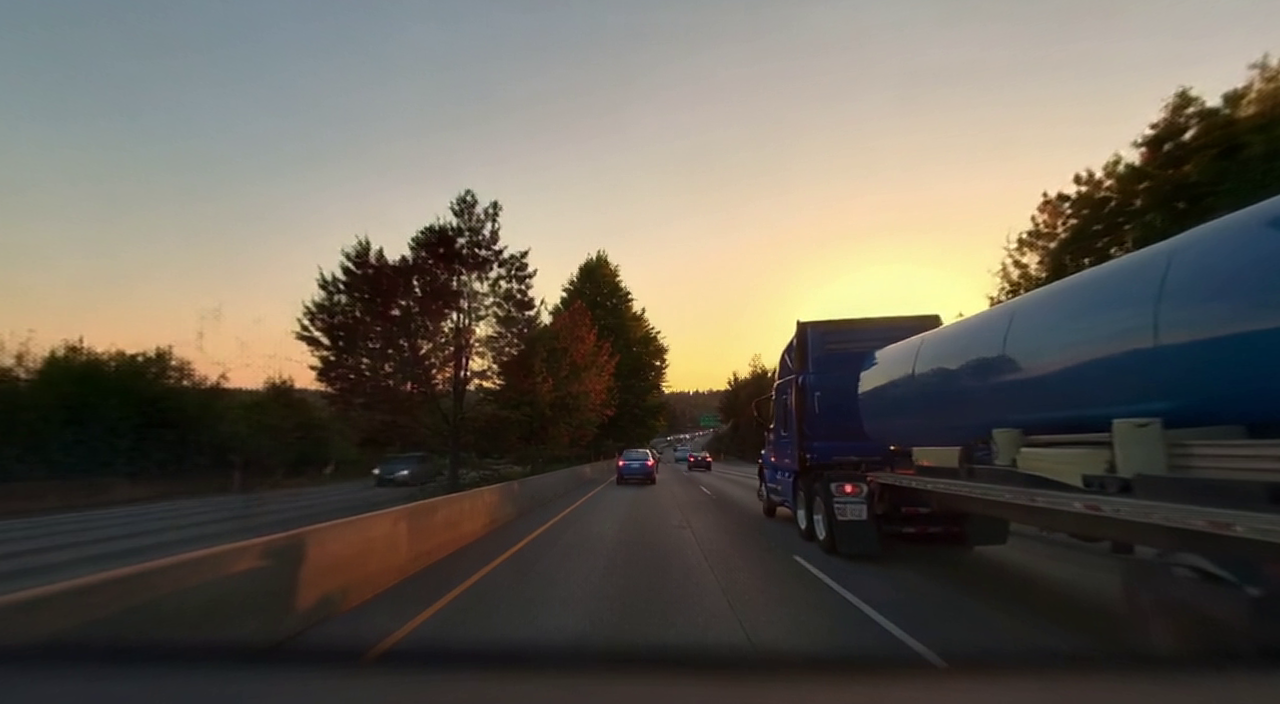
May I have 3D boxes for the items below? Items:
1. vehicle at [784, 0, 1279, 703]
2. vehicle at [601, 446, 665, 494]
[{"bbox_3d":[3.899,0.361,4.925,2.694,3.453,11.641,0,-9,0],"label":"vehicle"},{"bbox_3d":[-0.201,4.009,21.764,2.003,1.490,3.636,0,-9,1],"label":"vehicle"}]
